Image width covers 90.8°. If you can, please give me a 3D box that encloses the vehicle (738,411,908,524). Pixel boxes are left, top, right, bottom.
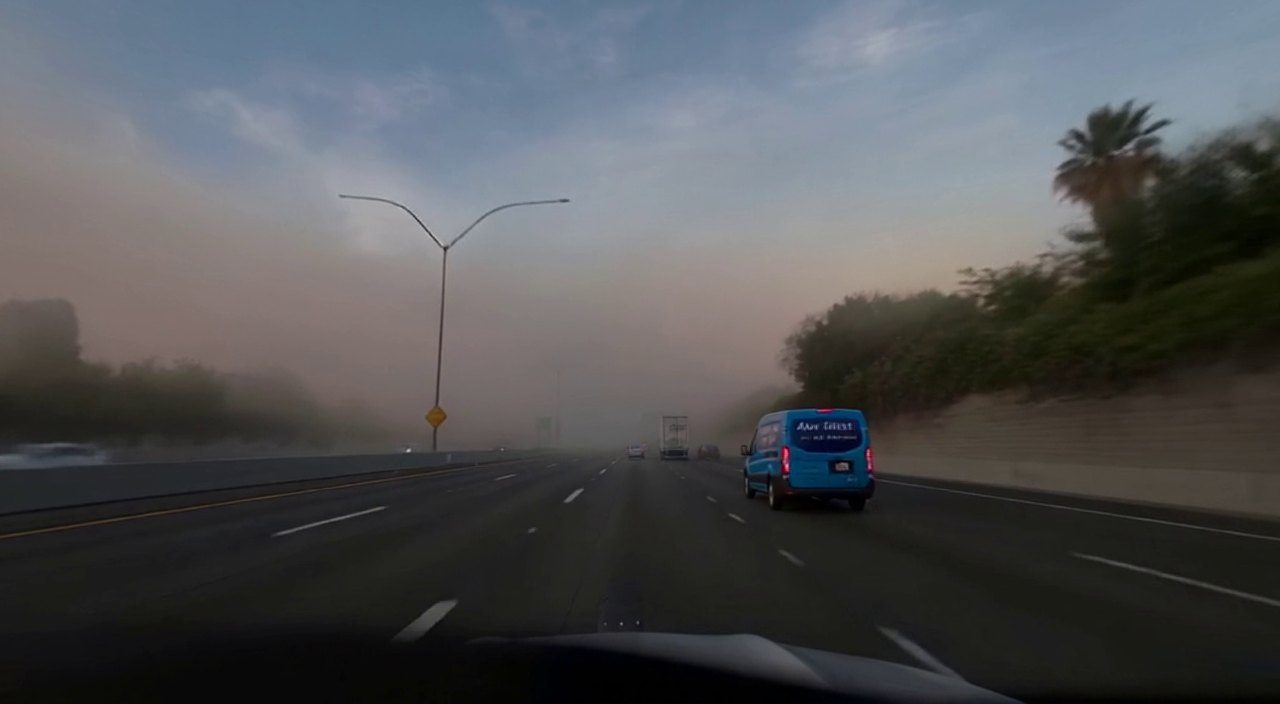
[{"bbox_3d":[3.554,2.365,13.422,2.035,1.931,4.841,0,-9,-2],"label":"vehicle"}]
